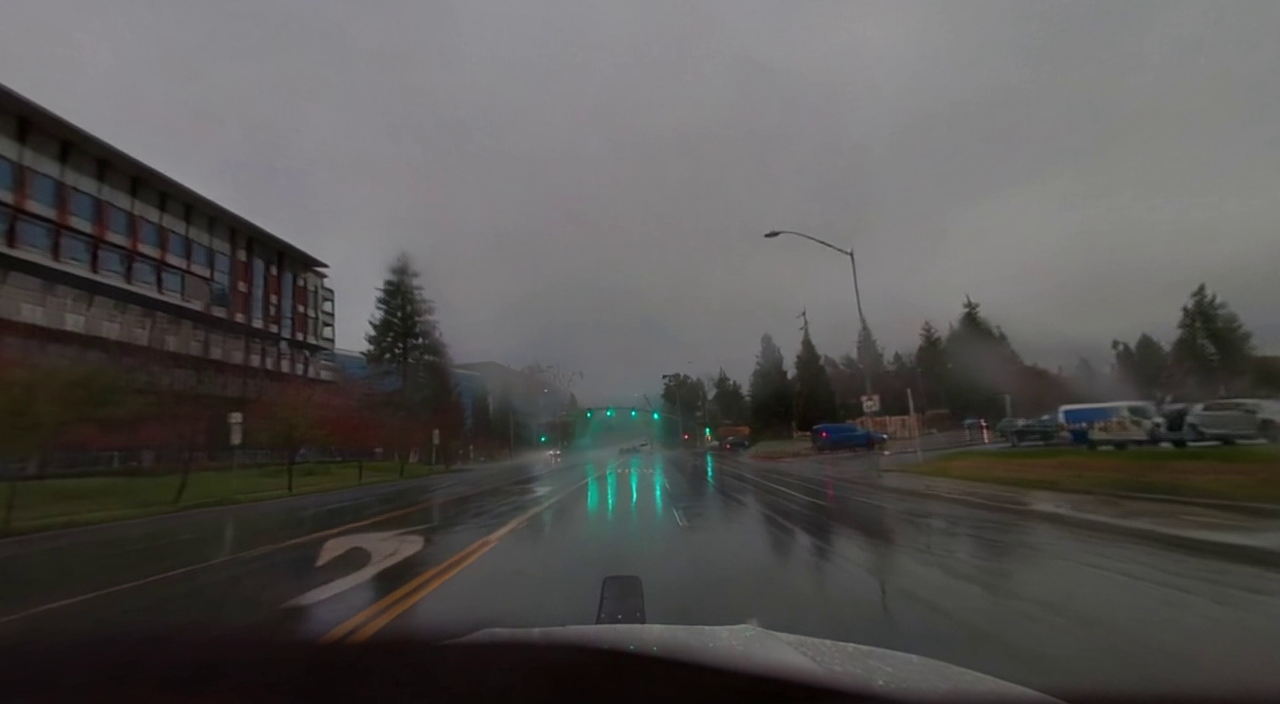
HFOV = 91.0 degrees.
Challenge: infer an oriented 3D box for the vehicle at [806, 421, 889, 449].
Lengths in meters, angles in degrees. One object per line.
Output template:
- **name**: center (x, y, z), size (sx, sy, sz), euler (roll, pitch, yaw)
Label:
- **vehicle**: center (16.025, 6.483, 48.803), size (5.546, 2.117, 2.443), euler (0, -9, 0)

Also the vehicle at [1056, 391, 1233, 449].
- **vehicle**: center (17.254, 2.457, 21.938), size (2.059, 1.788, 4.708), euler (0, -8, -3)

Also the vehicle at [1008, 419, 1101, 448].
- **vehicle**: center (23.938, 4.779, 36.592), size (1.943, 1.531, 4.579), euler (1, -9, -7)
